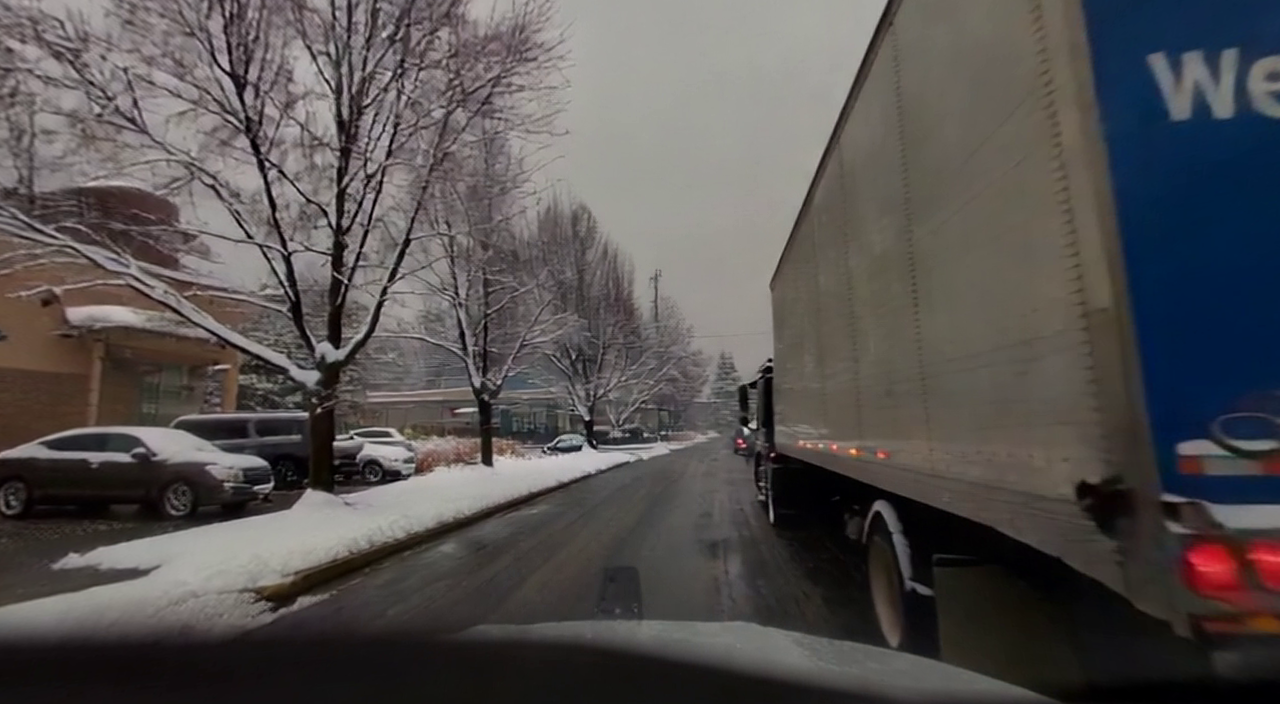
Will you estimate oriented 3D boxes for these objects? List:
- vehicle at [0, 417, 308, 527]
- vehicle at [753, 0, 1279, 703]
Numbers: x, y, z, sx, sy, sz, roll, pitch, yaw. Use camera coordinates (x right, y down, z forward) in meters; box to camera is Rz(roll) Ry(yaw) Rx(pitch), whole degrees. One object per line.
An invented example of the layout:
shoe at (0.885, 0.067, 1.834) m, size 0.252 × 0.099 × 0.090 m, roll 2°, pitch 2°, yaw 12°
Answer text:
vehicle at (-7.578, 1.763, 9.543) m, size 4.015 × 1.461 × 1.903 m, roll -1°, pitch -8°, yaw 2°
vehicle at (3.509, 0.433, 8.181) m, size 2.865 × 4.113 × 14.471 m, roll -1°, pitch -8°, yaw 6°
